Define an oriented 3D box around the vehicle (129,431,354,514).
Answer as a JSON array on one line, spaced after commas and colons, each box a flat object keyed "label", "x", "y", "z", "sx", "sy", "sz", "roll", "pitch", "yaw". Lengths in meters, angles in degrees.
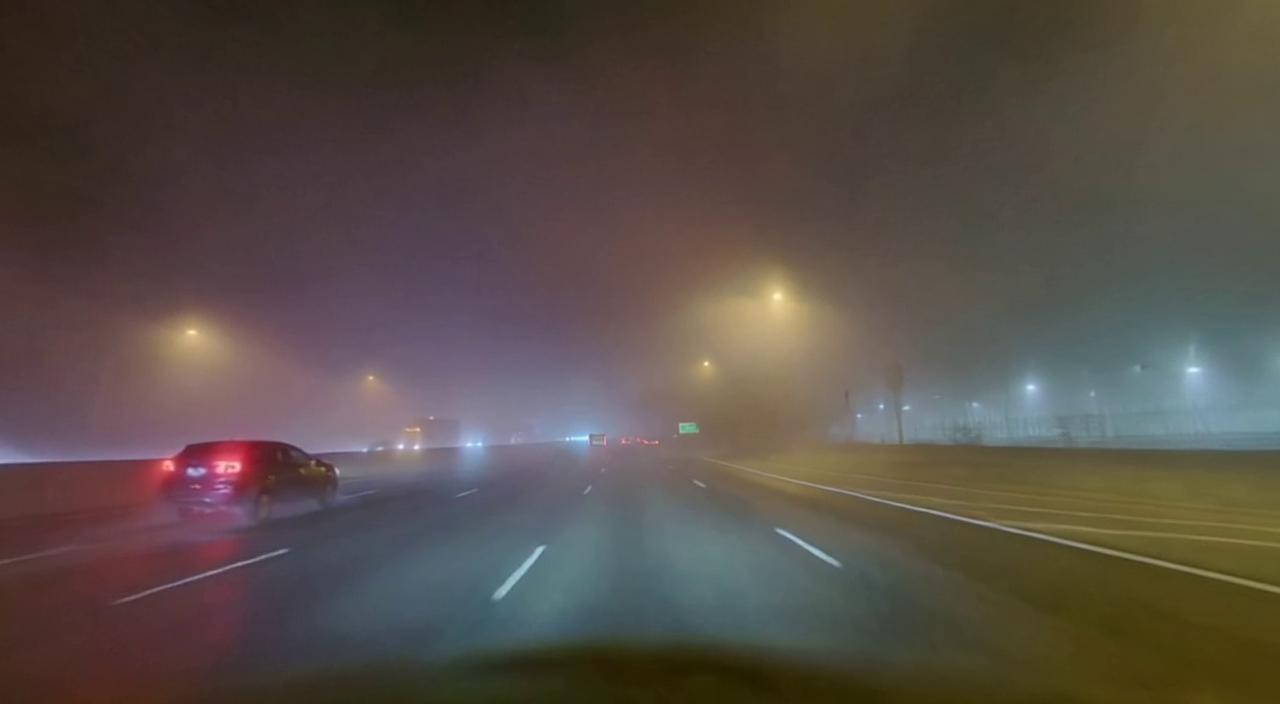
[{"label": "vehicle", "x": -8.442, "y": 2.576, "z": 14.034, "sx": 2.060, "sy": 1.507, "sz": 4.494, "roll": 0, "pitch": -8, "yaw": 0}]
